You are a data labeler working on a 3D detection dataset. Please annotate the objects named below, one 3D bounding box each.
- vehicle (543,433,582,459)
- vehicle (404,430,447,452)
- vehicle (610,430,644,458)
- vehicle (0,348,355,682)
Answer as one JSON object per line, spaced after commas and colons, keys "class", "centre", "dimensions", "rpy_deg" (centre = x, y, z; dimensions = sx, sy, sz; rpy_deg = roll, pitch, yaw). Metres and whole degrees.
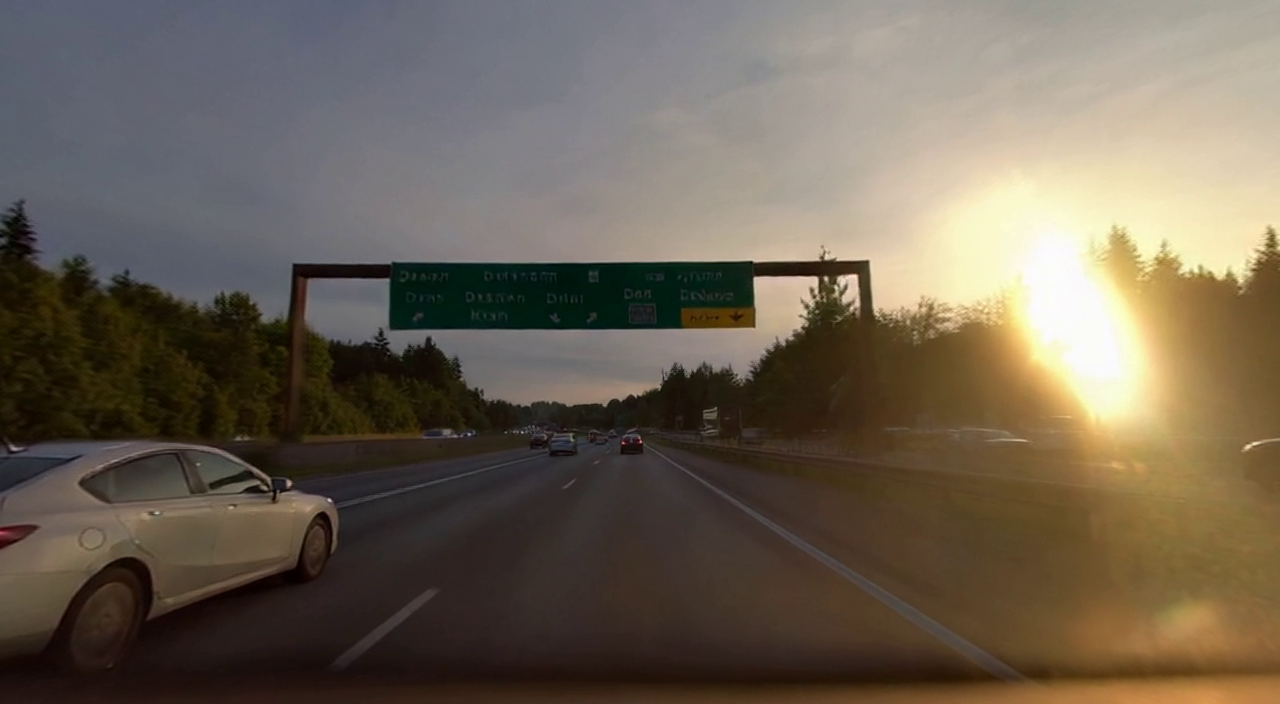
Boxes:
{"class": "vehicle", "centre": [-4.636, 5.657, 38.117], "dimensions": [1.909, 1.445, 4.087], "rpy_deg": [0, -7, -1]}
{"class": "vehicle", "centre": [-16.739, 6.981, 49.280], "dimensions": [1.877, 1.639, 4.310], "rpy_deg": [0, -8, 0]}
{"class": "vehicle", "centre": [-0.803, 5.776, 39.685], "dimensions": [2.002, 1.611, 3.778], "rpy_deg": [0, -8, -1]}
{"class": "vehicle", "centre": [-4.514, 1.166, 5.596], "dimensions": [1.971, 1.822, 4.366], "rpy_deg": [0, -7, -1]}
